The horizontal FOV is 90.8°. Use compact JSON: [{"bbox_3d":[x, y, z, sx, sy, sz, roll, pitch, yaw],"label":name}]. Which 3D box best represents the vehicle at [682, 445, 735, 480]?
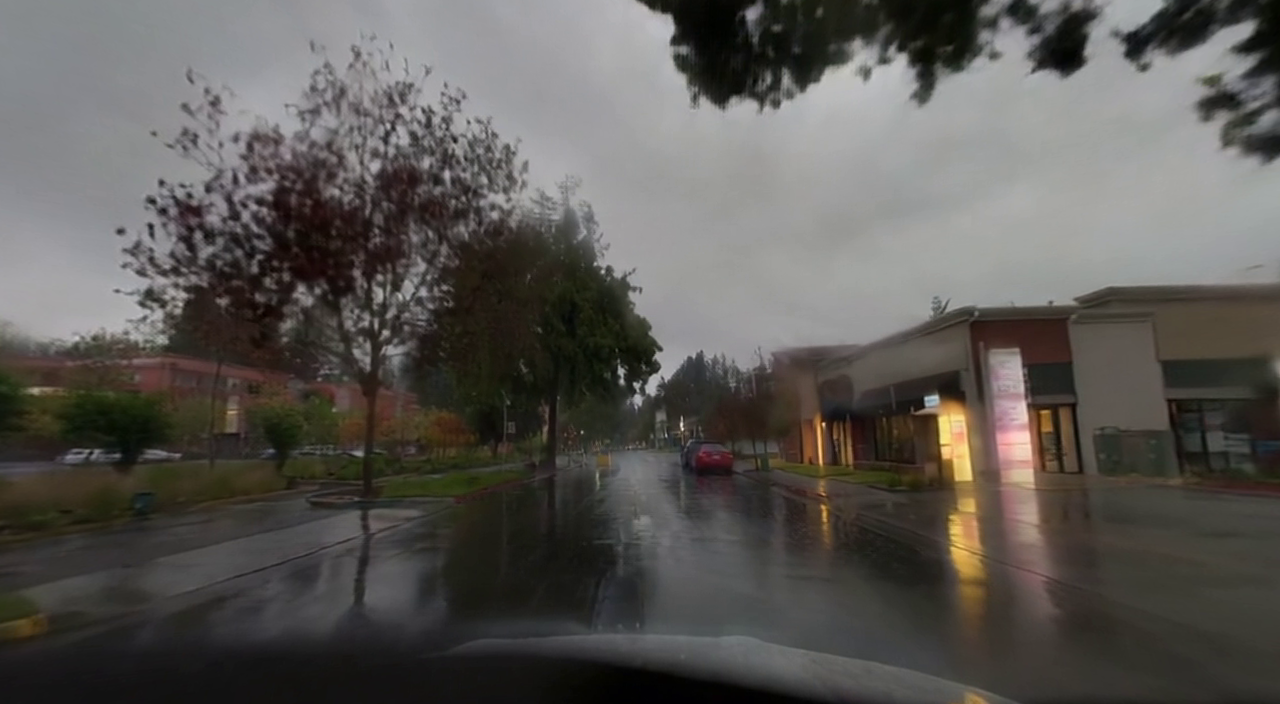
[{"bbox_3d":[3.159,5.213,30.168,2.064,1.532,4.596,0,-8,1],"label":"vehicle"}]
